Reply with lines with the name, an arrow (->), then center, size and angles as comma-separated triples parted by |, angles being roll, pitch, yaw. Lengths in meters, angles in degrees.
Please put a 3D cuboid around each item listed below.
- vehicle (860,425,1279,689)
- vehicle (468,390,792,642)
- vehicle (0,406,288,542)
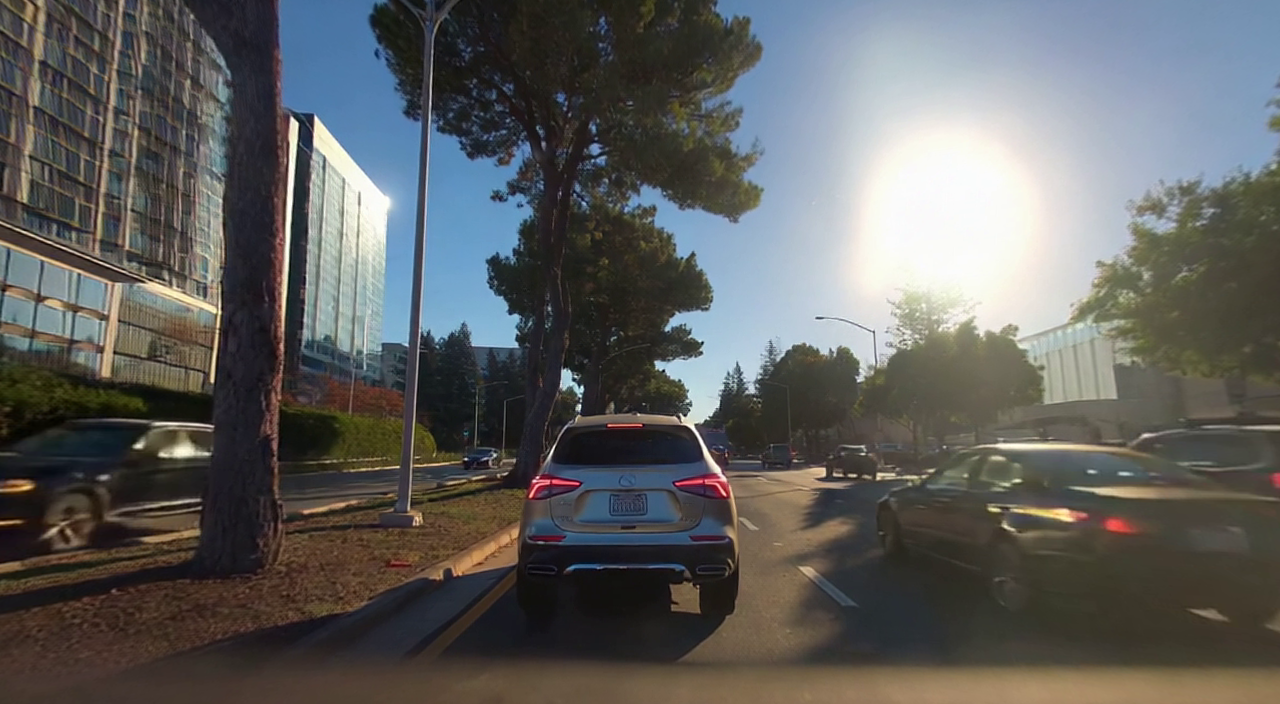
vehicle -> 3.845, 1.485, 5.774 | 2.058, 1.468, 4.339 | 0, -9, 0
vehicle -> -0.083, 1.408, 6.340 | 2.172, 1.694, 4.055 | 0, -8, 0
vehicle -> -9.742, 2.189, 11.979 | 2.575, 1.940, 5.755 | 0, -9, 2
